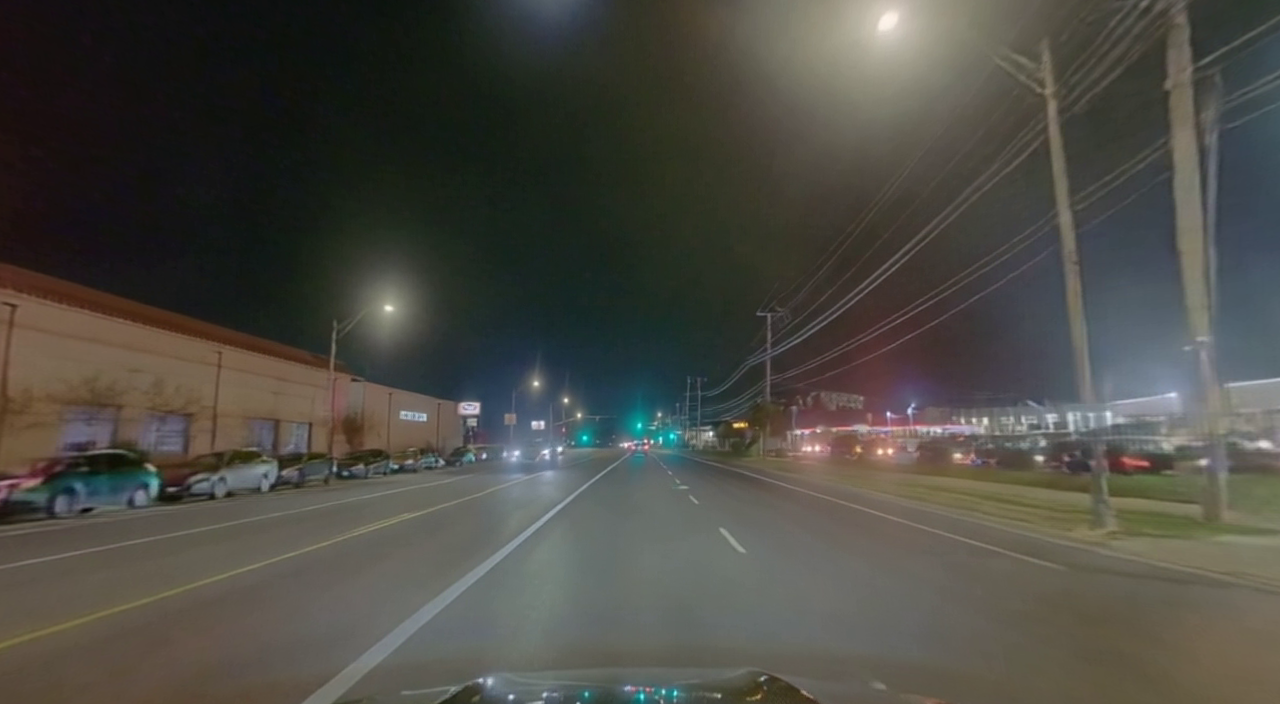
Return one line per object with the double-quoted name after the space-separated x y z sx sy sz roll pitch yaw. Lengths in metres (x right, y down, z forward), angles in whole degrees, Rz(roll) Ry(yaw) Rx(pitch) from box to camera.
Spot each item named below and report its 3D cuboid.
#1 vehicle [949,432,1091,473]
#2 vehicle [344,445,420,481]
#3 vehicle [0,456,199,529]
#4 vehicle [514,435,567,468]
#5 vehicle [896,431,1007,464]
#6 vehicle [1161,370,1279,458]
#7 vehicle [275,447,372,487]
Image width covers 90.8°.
15.071 3.994 25.250 4.396 1.412 1.858 -2 -6 3 "vehicle"
-13.521 5.826 33.471 1.793 1.534 5.400 -2 -7 0 "vehicle"
-13.639 3.403 15.882 1.791 1.377 4.807 -2 -8 -2 "vehicle"
-5.774 5.817 37.225 2.180 1.805 5.170 0 -8 1 "vehicle"
15.006 4.617 30.616 4.300 1.431 1.937 -1 -7 1 "vehicle"
29.528 2.896 28.893 8.821 3.745 2.909 0 -8 -3 "vehicle"
-13.722 4.956 27.713 1.901 1.552 4.541 0 -8 0 "vehicle"
